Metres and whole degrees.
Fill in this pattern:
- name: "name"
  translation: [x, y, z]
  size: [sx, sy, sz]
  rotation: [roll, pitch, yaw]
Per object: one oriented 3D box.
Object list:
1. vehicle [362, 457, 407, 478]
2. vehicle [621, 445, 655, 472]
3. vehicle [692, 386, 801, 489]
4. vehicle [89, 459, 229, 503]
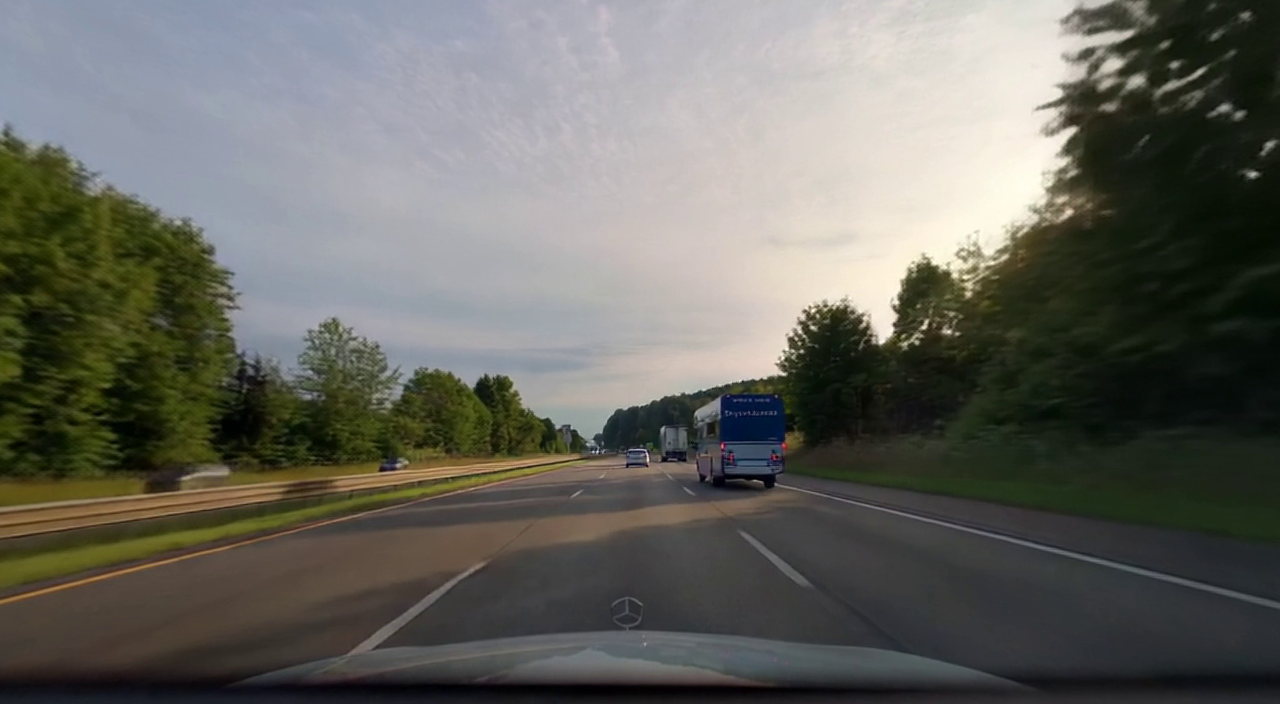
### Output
- name: "vehicle"
  translation: [-19.221, 8.700, 47.634]
  size: [1.732, 1.489, 3.852]
  rotation: [0, -9, 1]
- name: "vehicle"
  translation: [-0.115, 7.108, 42.119]
  size: [2.151, 1.678, 3.923]
  rotation: [0, -9, 1]
- name: "vehicle"
  translation: [4.012, 3.628, 26.128]
  size: [2.931, 3.530, 8.760]
  rotation: [0, -9, 0]
- name: "vehicle"
  translation: [-19.354, 5.191, 25.709]
  size: [1.951, 1.532, 4.727]
  rotation: [0, -9, 0]
